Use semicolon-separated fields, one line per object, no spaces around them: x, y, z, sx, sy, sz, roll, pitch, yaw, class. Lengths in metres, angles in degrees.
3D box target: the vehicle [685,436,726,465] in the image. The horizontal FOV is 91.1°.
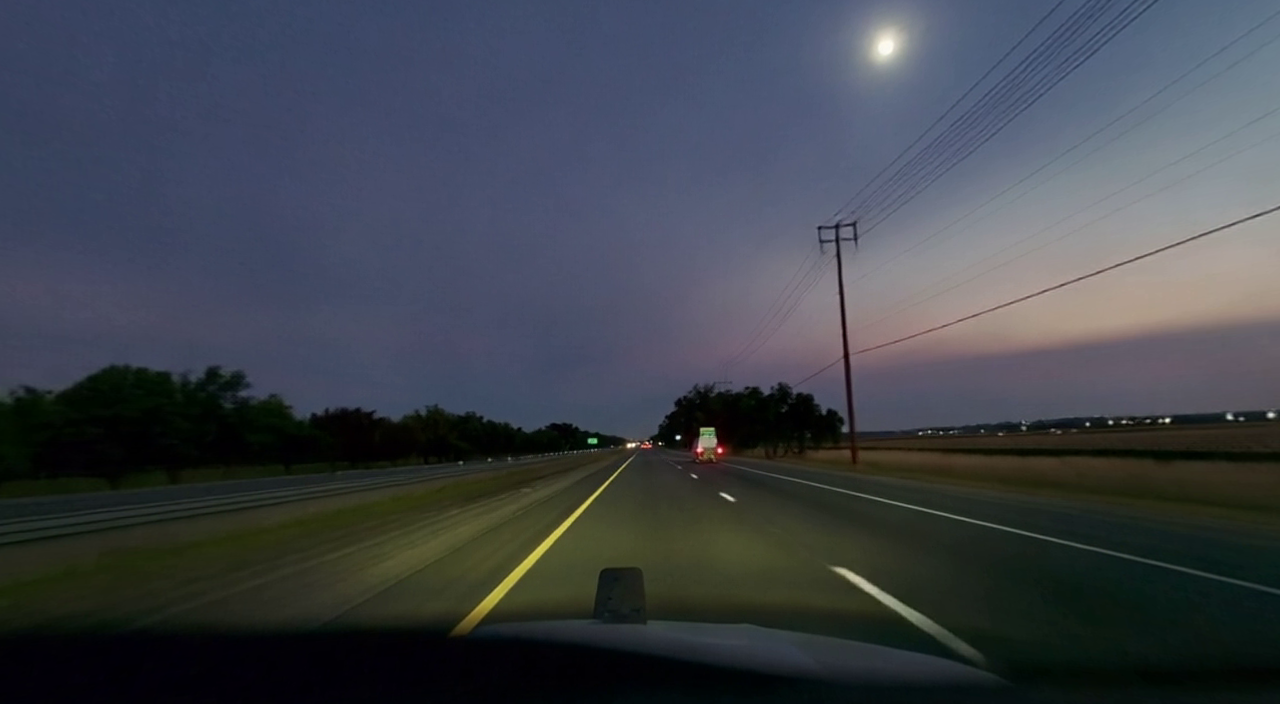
4.429;6.763;43.221;2.228;1.852;5.449;0;-8;0;vehicle
